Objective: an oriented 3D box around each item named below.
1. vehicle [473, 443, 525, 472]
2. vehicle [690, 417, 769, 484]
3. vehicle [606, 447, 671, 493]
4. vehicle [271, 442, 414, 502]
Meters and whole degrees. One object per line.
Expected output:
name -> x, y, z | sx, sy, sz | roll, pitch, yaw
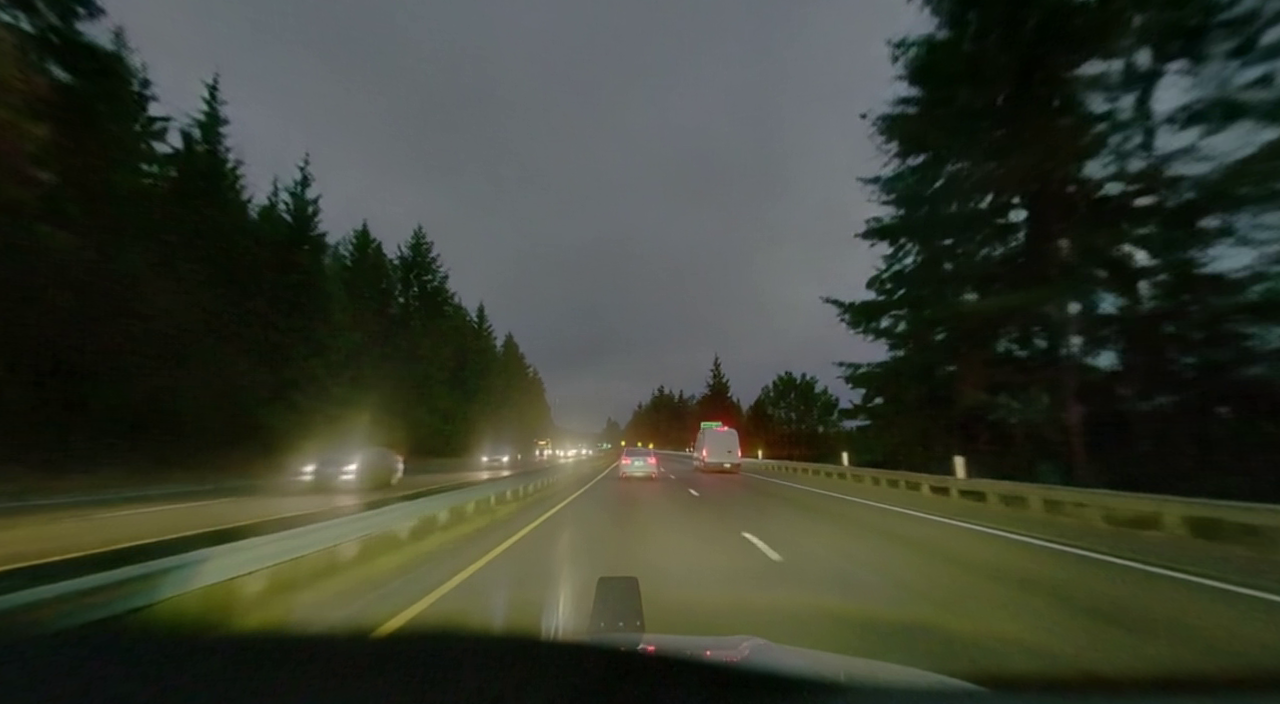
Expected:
vehicle -> -7.929, 5.986, 35.889 | 1.899, 1.539, 4.250 | 0, -9, 1
vehicle -> 3.805, 4.382, 28.155 | 2.513, 2.633, 5.930 | 0, -9, -1
vehicle -> -0.048, 3.995, 21.647 | 2.037, 1.417, 3.885 | 0, -9, 0
vehicle -> -8.024, 3.260, 17.492 | 2.047, 1.440, 3.907 | 0, -9, 0
